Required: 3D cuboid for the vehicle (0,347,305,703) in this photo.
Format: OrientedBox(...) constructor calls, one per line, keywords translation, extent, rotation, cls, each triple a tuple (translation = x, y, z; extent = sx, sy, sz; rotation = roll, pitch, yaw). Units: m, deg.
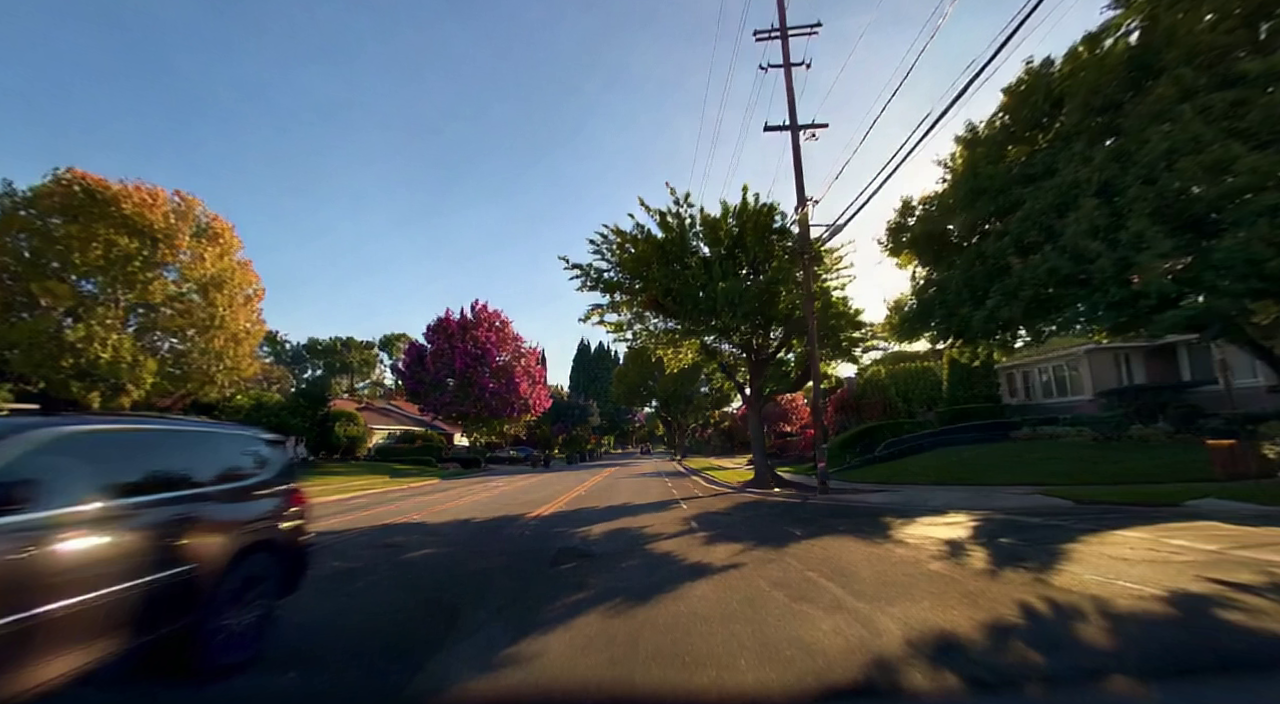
OrientedBox(translation=(-3.682, 0.903, 2.564), extent=(2.097, 1.827, 4.603), rotation=(0, -9, 0), cls="vehicle")
